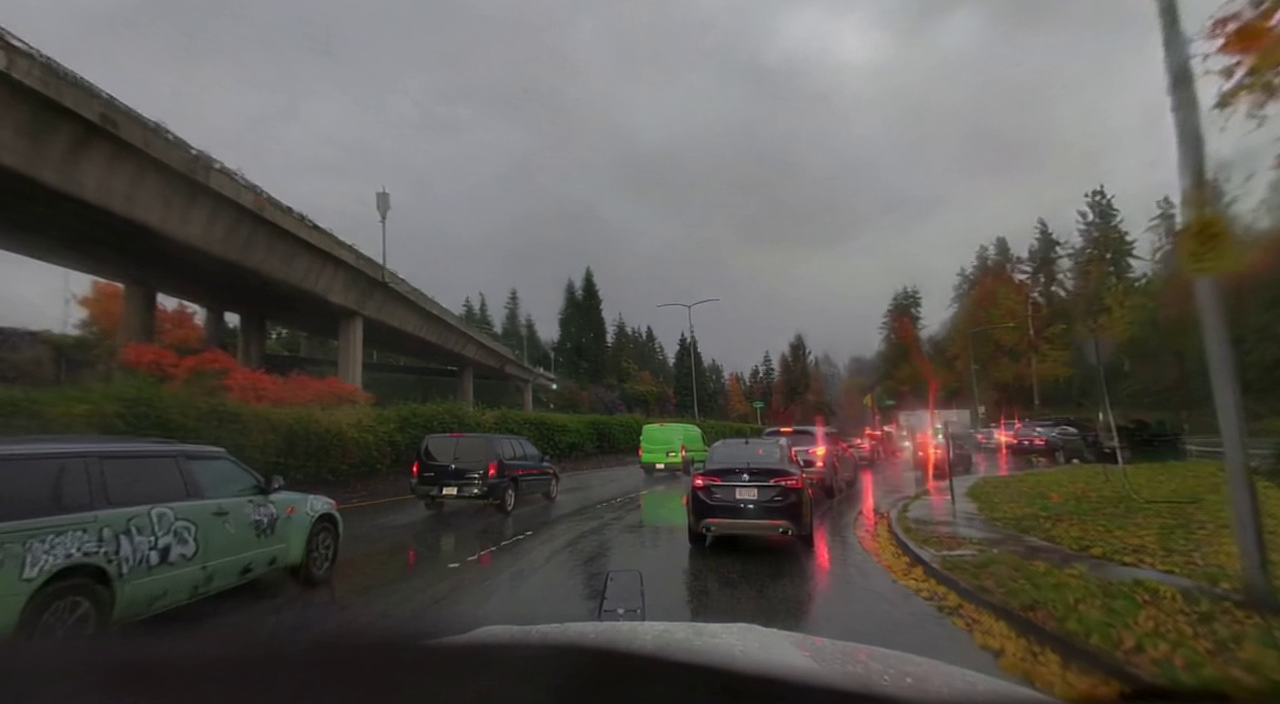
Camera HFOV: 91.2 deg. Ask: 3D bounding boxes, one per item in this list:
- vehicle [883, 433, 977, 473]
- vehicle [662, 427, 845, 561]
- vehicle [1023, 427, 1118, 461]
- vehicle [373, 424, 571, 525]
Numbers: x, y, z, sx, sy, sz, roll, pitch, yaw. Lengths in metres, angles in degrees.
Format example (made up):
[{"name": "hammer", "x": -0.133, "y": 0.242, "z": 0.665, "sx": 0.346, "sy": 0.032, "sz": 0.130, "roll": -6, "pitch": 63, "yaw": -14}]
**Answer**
[{"name": "vehicle", "x": 11.481, "y": 3.977, "z": 24.708, "sx": 3.902, "sy": 1.446, "sz": 1.780, "roll": 7, "pitch": -12, "yaw": -40}, {"name": "vehicle", "x": 1.882, "y": 1.966, "z": 9.358, "sx": 2.064, "sy": 1.515, "sz": 3.722, "roll": -4, "pitch": -9, "yaw": 19}, {"name": "vehicle", "x": 19.959, "y": 4.275, "z": 29.055, "sx": 3.934, "sy": 1.485, "sz": 1.763, "roll": 4, "pitch": -10, "yaw": -25}, {"name": "vehicle", "x": -2.944, "y": 2.269, "z": 12.057, "sx": 1.921, "sy": 1.554, "sz": 4.081, "roll": -3, "pitch": -9, "yaw": 13}]
